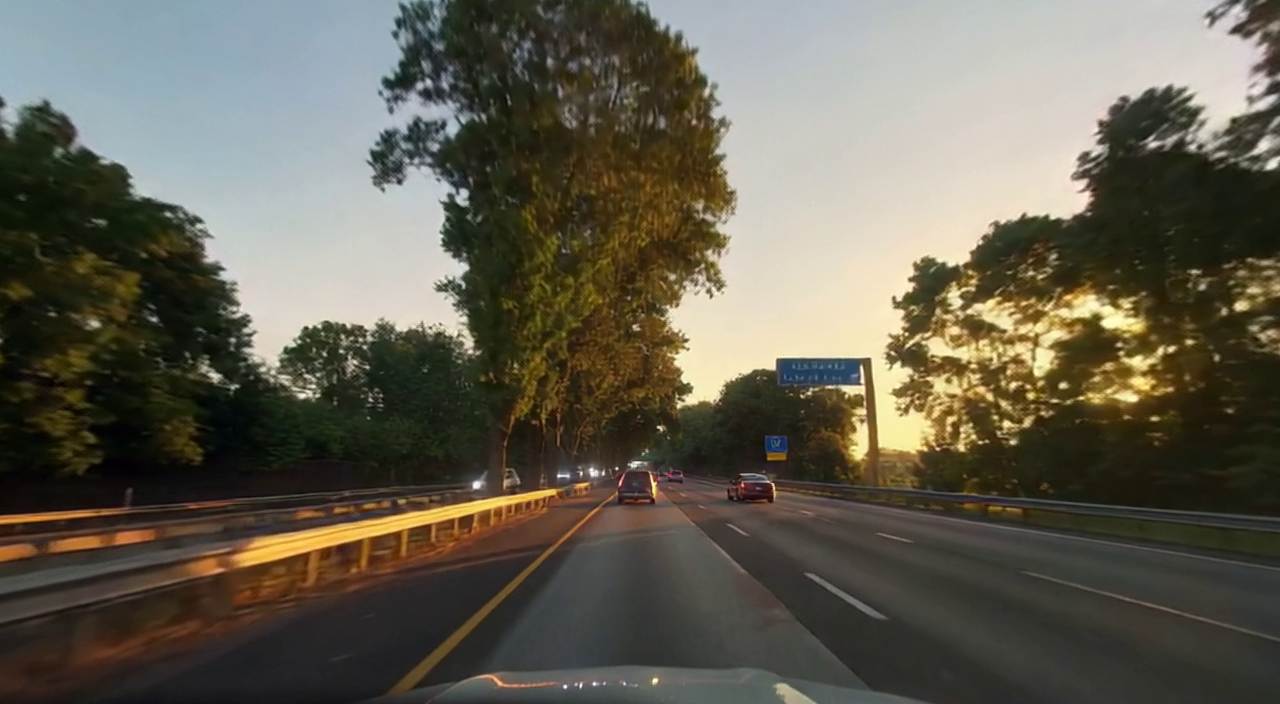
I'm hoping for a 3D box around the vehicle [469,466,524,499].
[{"bbox_3d":[-7.513,6.854,33.255,1.911,1.585,3.952,1,-10,1],"label":"vehicle"}]

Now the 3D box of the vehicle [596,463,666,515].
[{"bbox_3d":[-0.261,4.389,20.458,2.060,1.473,3.726,1,-10,0],"label":"vehicle"}]

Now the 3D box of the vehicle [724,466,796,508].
[{"bbox_3d":[4.650,5.294,24.981,1.974,1.476,4.119,1,-10,-1],"label":"vehicle"}]
